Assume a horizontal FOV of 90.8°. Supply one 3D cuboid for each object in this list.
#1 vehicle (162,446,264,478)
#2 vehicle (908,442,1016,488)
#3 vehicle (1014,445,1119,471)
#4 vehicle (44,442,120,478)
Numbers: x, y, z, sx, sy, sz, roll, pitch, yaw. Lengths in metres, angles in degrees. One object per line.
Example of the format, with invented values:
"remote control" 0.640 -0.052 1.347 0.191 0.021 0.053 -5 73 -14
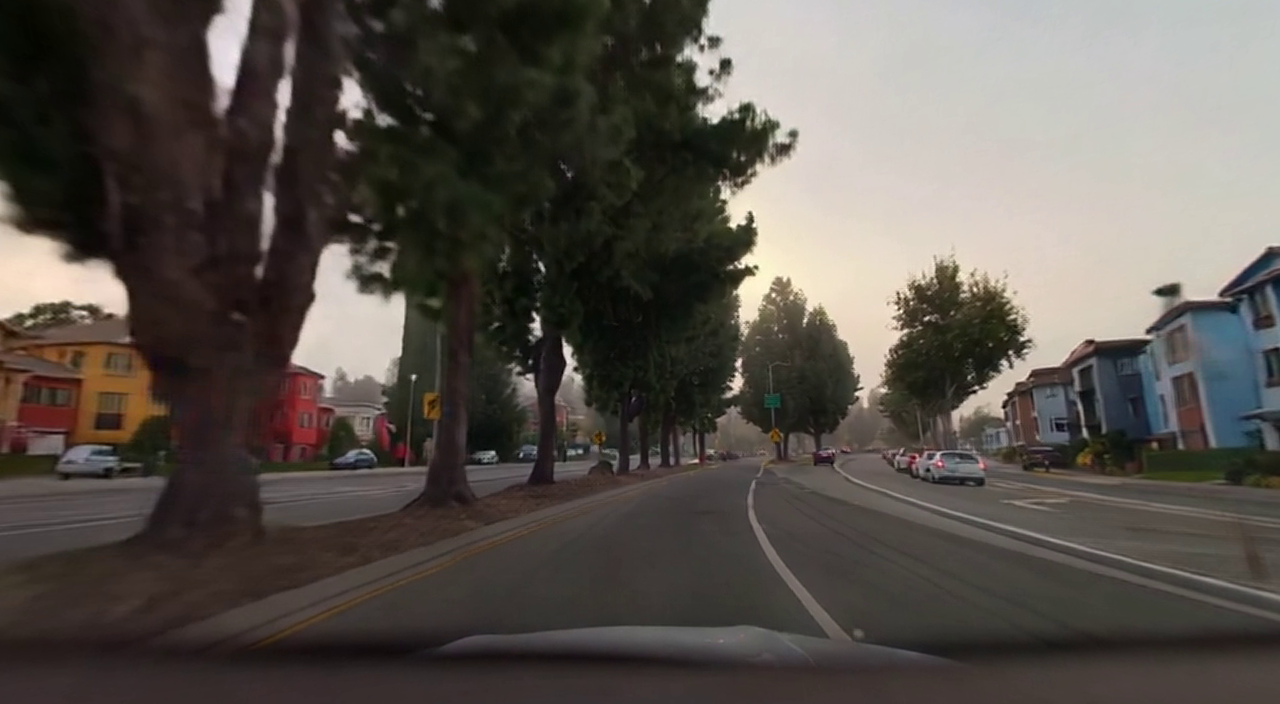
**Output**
"vehicle" -26.007 6.704 38.731 2.013 1.792 4.950 -2 -9 14
"vehicle" 12.209 4.434 24.360 1.988 1.487 4.479 -2 -13 3
"vehicle" 25.312 6.289 37.616 4.669 1.517 1.993 -1 -9 6
"vehicle" -32.476 6.273 36.721 4.799 1.651 2.268 -10 -7 35
